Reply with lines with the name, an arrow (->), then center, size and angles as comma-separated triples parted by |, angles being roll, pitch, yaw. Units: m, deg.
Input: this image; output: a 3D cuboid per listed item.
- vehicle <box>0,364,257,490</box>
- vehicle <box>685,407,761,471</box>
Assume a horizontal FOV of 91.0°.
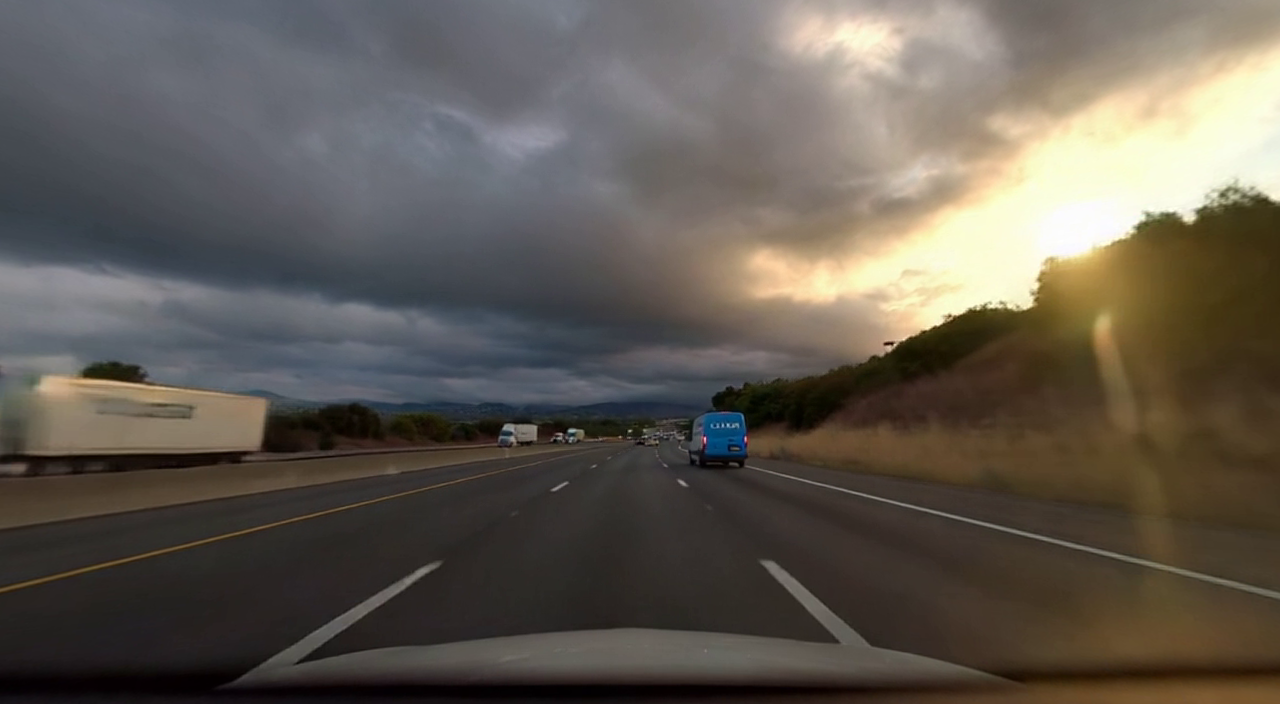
vehicle -> -22.396, 3.406, 27.116 | 2.874, 4.074, 14.233 | -1, -8, 0
vehicle -> 3.589, 3.943, 28.436 | 2.485, 2.562, 5.535 | 0, -8, -2
